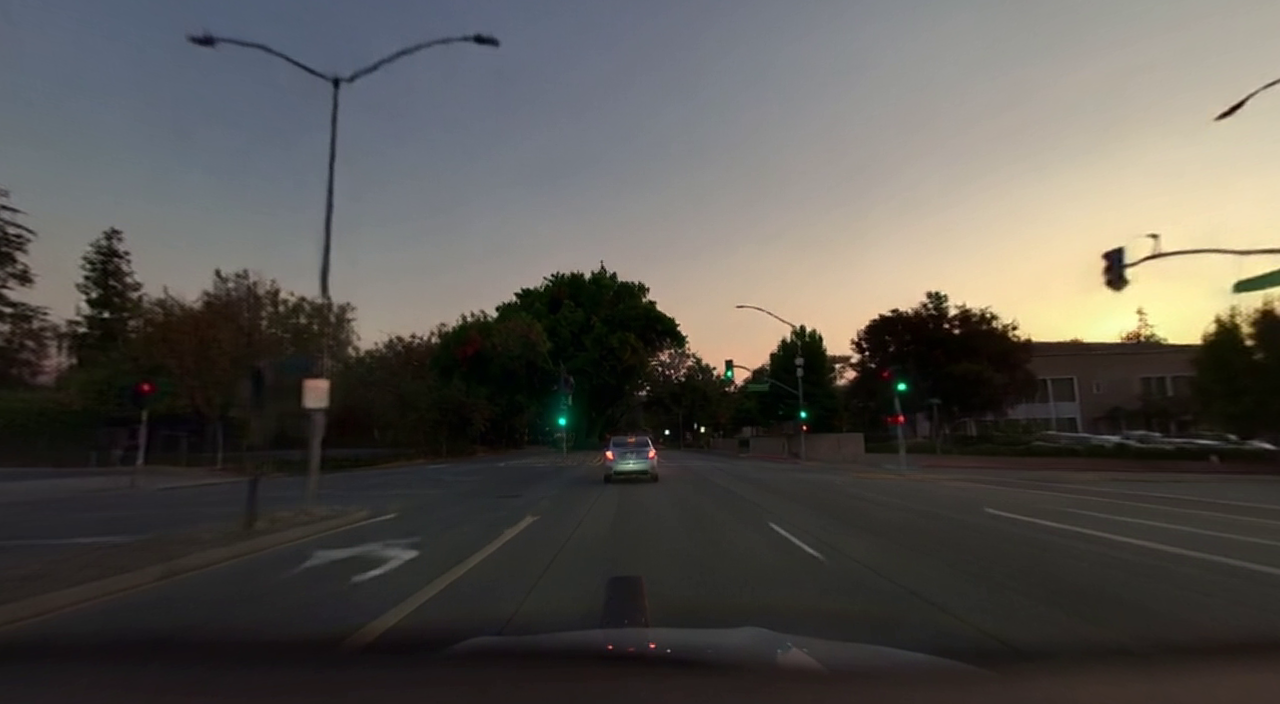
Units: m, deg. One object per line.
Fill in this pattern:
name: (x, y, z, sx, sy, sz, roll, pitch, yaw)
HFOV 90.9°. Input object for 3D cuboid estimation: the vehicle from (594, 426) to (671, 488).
vehicle: (-0.215, 3.300, 19.997, 2.192, 1.734, 4.176, 0, -8, 0)
